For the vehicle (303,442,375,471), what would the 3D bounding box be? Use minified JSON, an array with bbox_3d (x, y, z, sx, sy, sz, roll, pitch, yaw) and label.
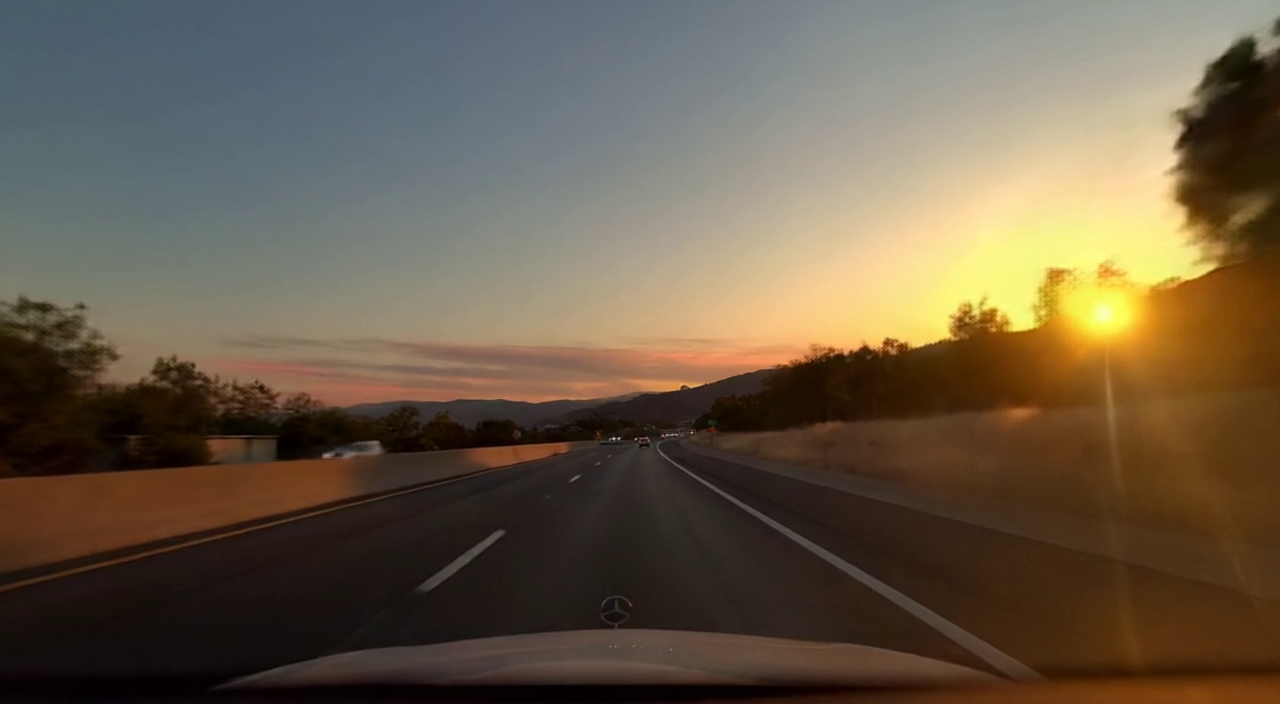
[{"bbox_3d":[-16.657,5.759,35.066,1.858,1.464,4.410,0,-8,0],"label":"vehicle"}]
